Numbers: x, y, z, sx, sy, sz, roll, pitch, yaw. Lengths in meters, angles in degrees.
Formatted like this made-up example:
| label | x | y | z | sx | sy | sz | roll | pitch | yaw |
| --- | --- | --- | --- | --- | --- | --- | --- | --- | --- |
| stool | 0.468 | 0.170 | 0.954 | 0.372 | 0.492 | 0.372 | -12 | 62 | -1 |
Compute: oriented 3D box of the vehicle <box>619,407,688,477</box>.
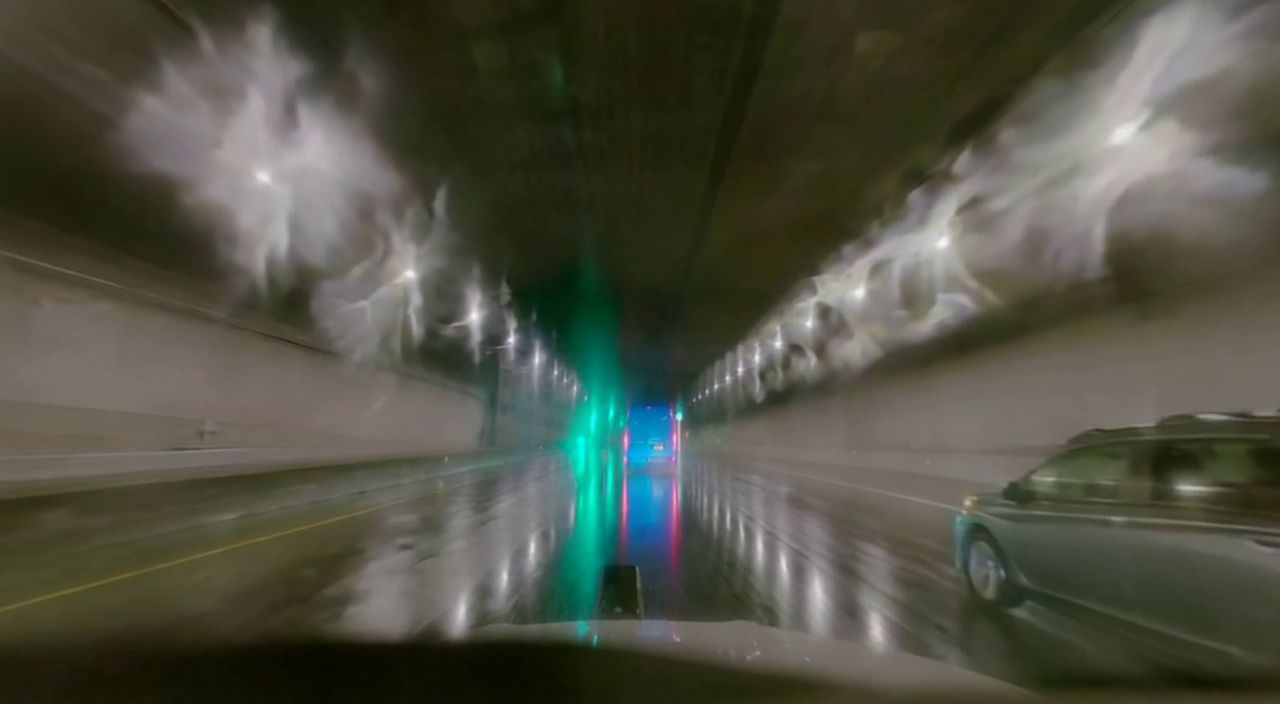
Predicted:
| label | x | y | z | sx | sy | sz | roll | pitch | yaw |
| --- | --- | --- | --- | --- | --- | --- | --- | --- | --- |
| vehicle | 0.443 | 3.541 | 24.930 | 2.404 | 2.459 | 5.229 | 0 | -8 | -1 |

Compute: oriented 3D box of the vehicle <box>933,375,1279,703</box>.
| label | x | y | z | sx | sy | sz | roll | pitch | yaw |
| --- | --- | --- | --- | --- | --- | --- | --- | --- | --- |
| vehicle | 3.341 | 0.925 | 2.754 | 2.095 | 1.553 | 4.069 | 0 | -8 | -1 |
